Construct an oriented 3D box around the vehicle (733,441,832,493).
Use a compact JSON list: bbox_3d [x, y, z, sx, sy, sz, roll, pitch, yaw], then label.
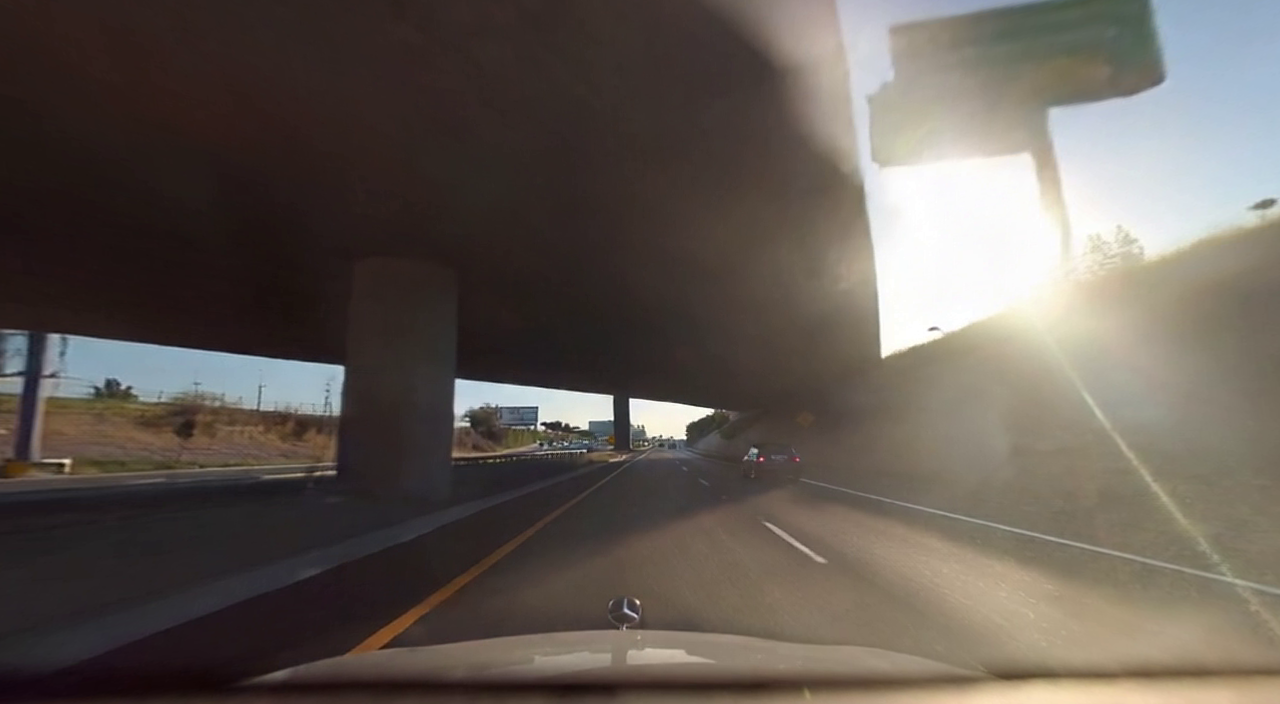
[{"bbox_3d":[4.269,3.506,19.616,2.124,1.405,4.398,0,-8,1],"label":"vehicle"}]
